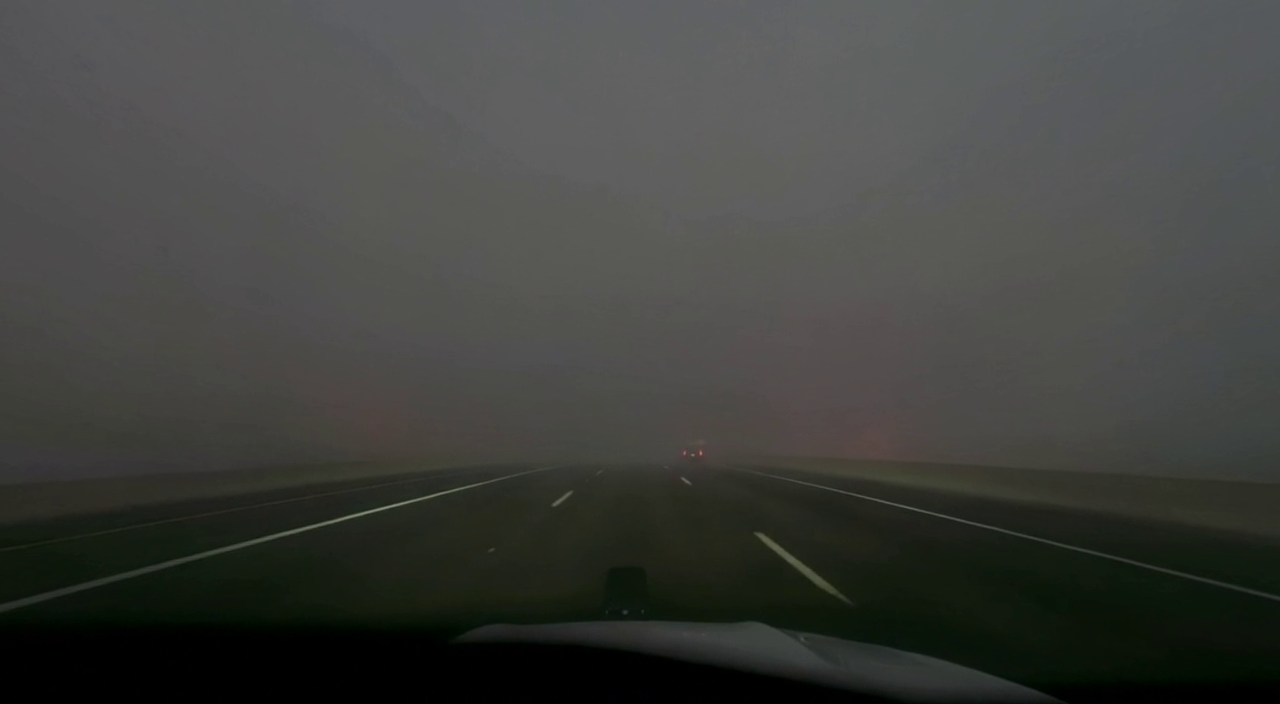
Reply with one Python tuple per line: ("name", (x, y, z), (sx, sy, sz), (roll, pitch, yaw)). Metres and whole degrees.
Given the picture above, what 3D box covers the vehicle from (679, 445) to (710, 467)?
("vehicle", (4.040, 7.754, 47.326), (2.003, 1.520, 4.058), (0, -8, 0))
